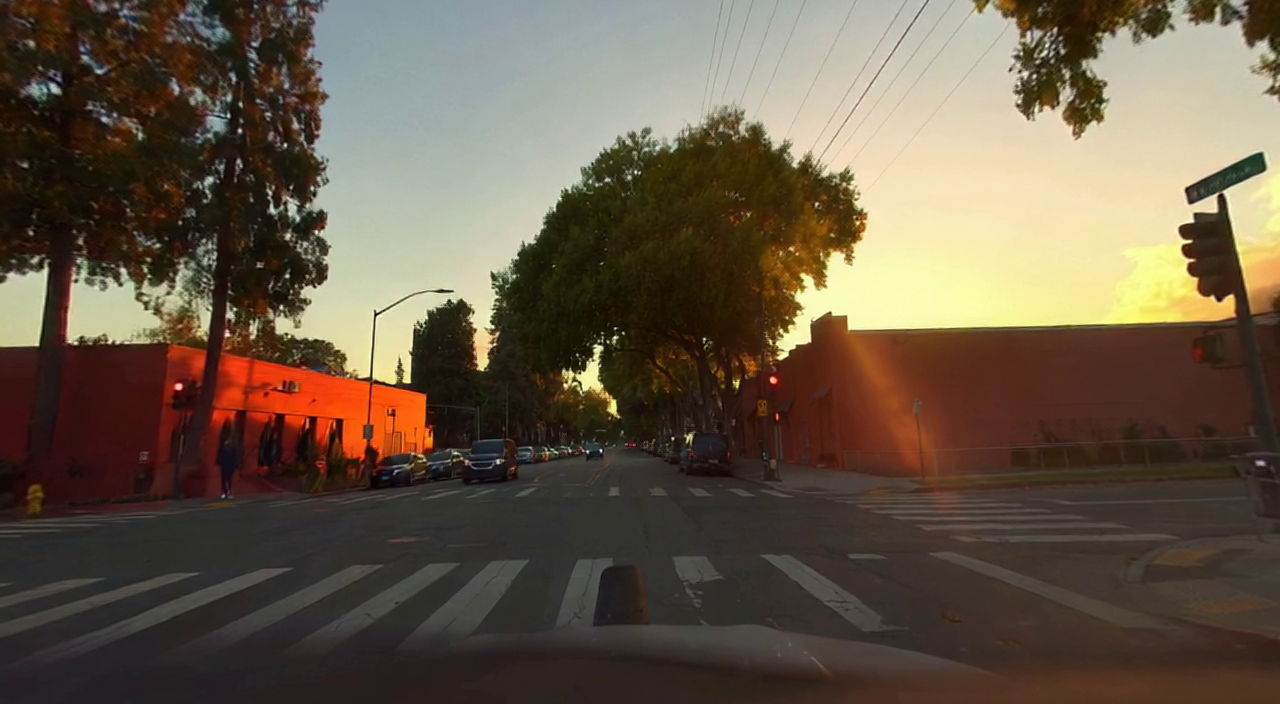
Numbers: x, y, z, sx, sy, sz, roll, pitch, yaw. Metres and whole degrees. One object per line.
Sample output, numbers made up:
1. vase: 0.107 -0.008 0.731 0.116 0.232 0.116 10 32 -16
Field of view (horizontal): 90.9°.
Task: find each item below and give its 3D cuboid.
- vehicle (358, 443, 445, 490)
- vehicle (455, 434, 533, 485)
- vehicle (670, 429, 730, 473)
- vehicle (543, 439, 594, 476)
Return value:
1. vehicle: -9.909 4.746 26.596 2.216 1.804 4.526 1 -8 -5
2. vehicle: -5.960 4.444 26.432 2.242 1.887 4.924 0 -8 -2
3. vehicle: 3.100 5.312 34.075 2.557 2.188 5.164 1 -8 -2
4. vehicle: -3.284 4.933 29.693 2.033 1.596 4.142 0 -8 -2
